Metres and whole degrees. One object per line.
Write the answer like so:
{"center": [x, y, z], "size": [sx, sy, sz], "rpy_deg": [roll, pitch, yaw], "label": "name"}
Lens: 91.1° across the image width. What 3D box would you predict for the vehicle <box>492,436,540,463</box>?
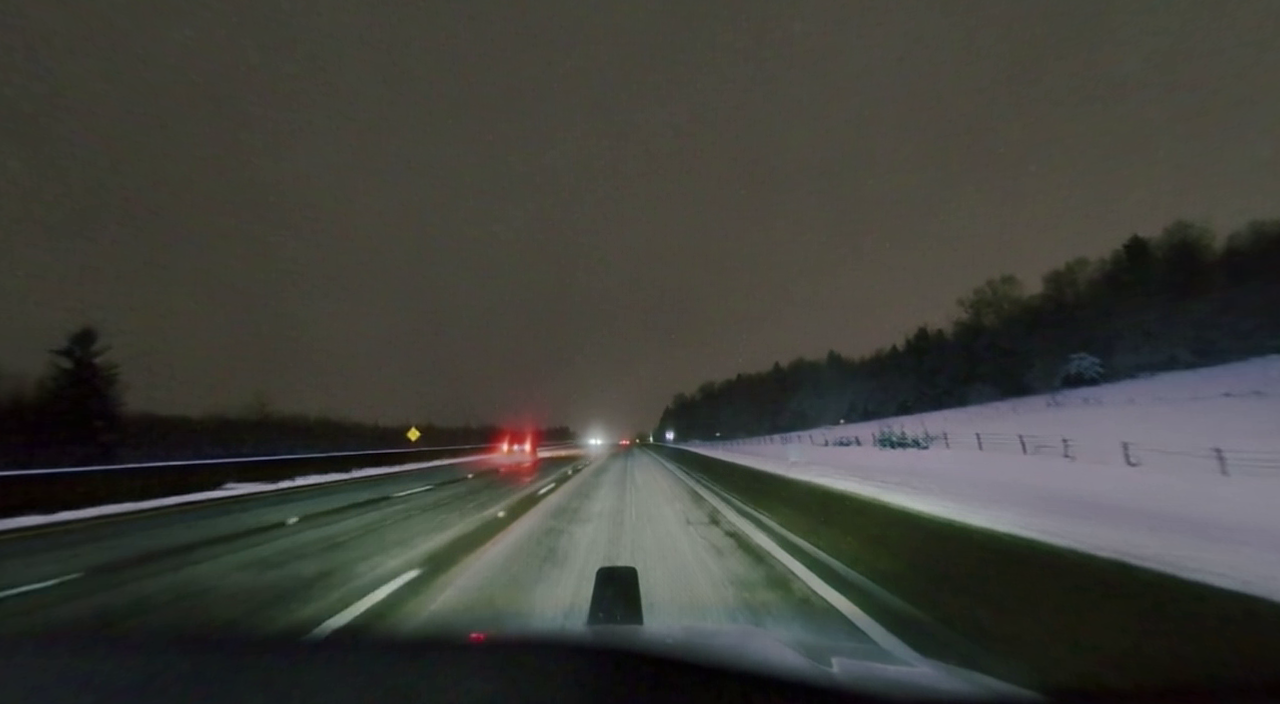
{"center": [-7.071, 5.591, 36.264], "size": [1.989, 1.473, 4.345], "rpy_deg": [0, -8, -1], "label": "vehicle"}
